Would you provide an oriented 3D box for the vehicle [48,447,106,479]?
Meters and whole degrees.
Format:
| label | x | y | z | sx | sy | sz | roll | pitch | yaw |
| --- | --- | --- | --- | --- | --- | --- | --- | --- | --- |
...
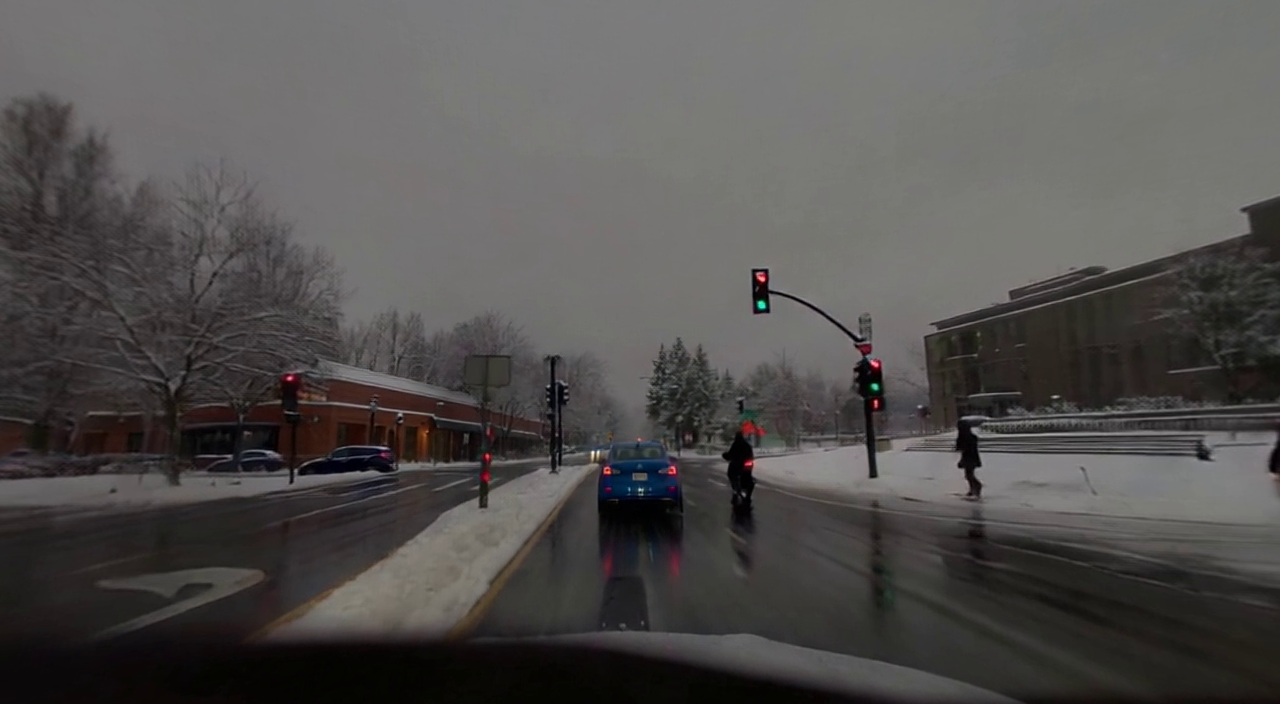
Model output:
| label | x | y | z | sx | sy | sz | roll | pitch | yaw |
| --- | --- | --- | --- | --- | --- | --- | --- | --- | --- |
| vehicle | -41.113 | 8.047 | 45.960 | 4.948 | 2.124 | 2.261 | -7 | -11 | 39 |

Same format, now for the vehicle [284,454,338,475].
| label | x | y | z | sx | sy | sz | roll | pitch | yaw |
| --- | --- | --- | --- | --- | --- | --- | --- | --- | --- |
| vehicle | -21.924 | 7.511 | 42.100 | 1.433 | 1.269 | 2.779 | -5 | -10 | 30 |

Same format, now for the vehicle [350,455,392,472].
| label | x | y | z | sx | sy | sz | roll | pitch | yaw |
| --- | --- | --- | --- | --- | --- | --- | --- | --- | --- |
| vehicle | -19.725 | 8.168 | 46.233 | 1.259 | 1.181 | 2.744 | -3 | -9 | 20 |

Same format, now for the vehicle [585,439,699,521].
| label | x | y | z | sx | sy | sz | roll | pitch | yaw |
| --- | --- | --- | --- | --- | --- | --- | --- | --- | --- |
| vehicle | -0.023 | 2.681 | 13.729 | 2.118 | 1.480 | 3.949 | 0 | -9 | -2 |

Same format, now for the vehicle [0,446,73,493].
| label | x | y | z | sx | sy | sz | roll | pitch | yaw |
| --- | --- | --- | --- | --- | --- | --- | --- | --- | --- |
| vehicle | -26.510 | 4.831 | 26.182 | 4.653 | 1.795 | 2.163 | -3 | -9 | 17 |
